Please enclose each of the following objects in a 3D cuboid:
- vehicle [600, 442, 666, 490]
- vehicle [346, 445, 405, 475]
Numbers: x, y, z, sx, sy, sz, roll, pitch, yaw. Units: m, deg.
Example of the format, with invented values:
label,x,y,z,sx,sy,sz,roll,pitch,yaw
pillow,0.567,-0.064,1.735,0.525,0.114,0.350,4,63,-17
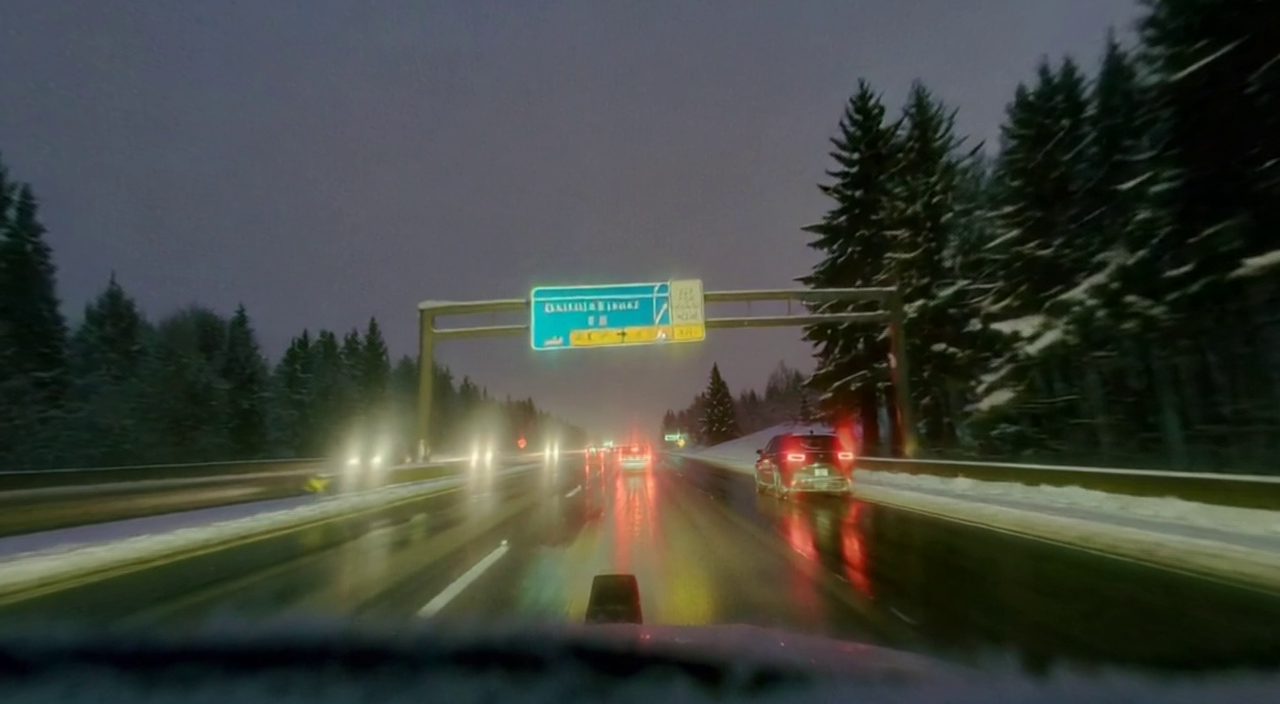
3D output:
label,x,y,z,sx,sy,sz,roll,pitch,yaw
vehicle,-0.258,3.899,21.798,2.066,1.490,3.759,0,-9,-1
vehicle,-16.850,6.869,40.112,1.936,1.768,4.216,-1,-9,0
